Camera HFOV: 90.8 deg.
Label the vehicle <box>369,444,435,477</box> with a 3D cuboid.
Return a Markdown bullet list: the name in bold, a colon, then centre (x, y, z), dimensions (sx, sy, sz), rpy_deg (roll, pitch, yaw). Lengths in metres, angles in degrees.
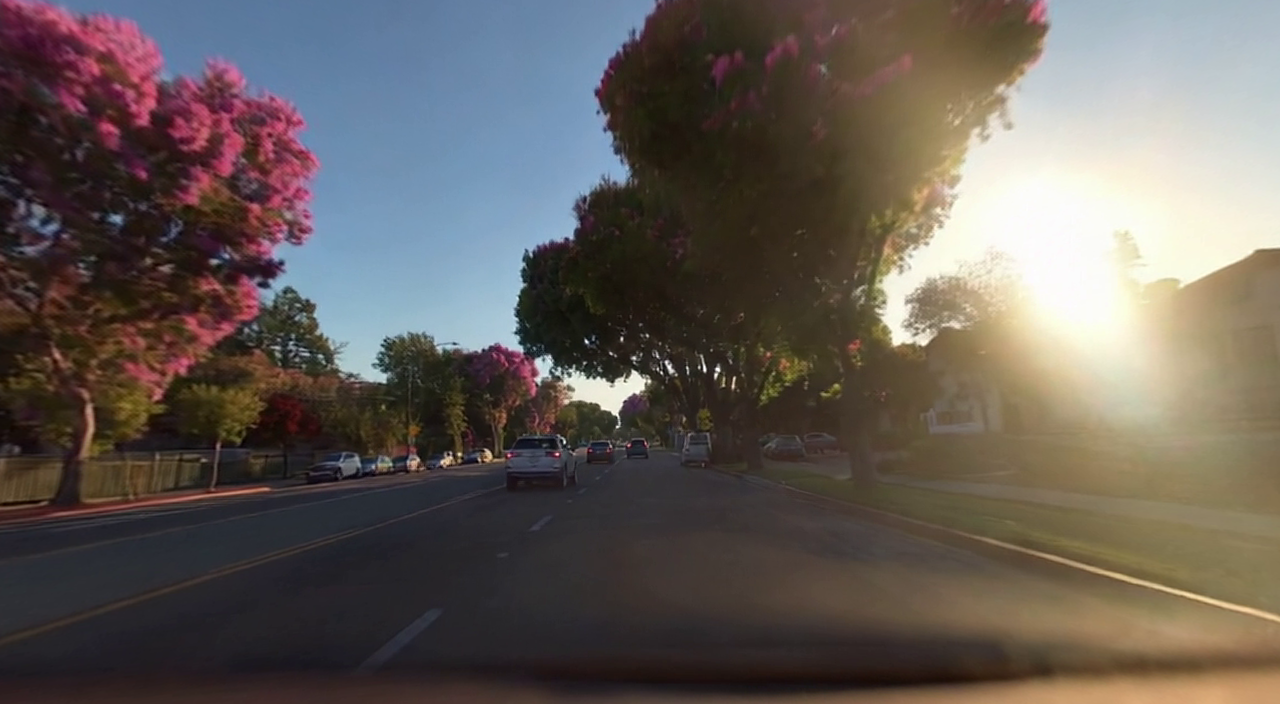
- **vehicle**: centre (-14.174, 6.461, 37.973), dimensions (2.123, 1.770, 4.848), rpy_deg (0, -8, -1)

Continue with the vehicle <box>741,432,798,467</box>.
- **vehicle**: centre (7.335, 5.563, 36.280), dimensions (2.112, 1.776, 4.555), rpy_deg (2, -8, -3)

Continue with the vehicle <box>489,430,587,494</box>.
- **vehicle**: centre (-3.106, 3.481, 20.421), dimensions (2.257, 1.751, 5.028), rpy_deg (0, -8, 1)

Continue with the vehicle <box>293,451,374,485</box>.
- **vehicle**: centre (-16.360, 6.180, 34.059), dimensions (1.870, 1.599, 5.022), rpy_deg (0, -8, 0)

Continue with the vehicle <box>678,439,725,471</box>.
- **vehicle**: centre (3.484, 5.919, 36.500), dimensions (2.150, 1.655, 4.739), rpy_deg (0, -8, -1)

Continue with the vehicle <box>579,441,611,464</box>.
- **vehicle**: centre (-3.348, 7.577, 47.743), dimensions (2.167, 1.634, 4.220), rpy_deg (0, -8, 0)

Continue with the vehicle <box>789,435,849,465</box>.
- **vehicle**: centre (10.147, 5.569, 36.104), dimensions (1.777, 1.514, 4.140), rpy_deg (-1, -8, -6)
